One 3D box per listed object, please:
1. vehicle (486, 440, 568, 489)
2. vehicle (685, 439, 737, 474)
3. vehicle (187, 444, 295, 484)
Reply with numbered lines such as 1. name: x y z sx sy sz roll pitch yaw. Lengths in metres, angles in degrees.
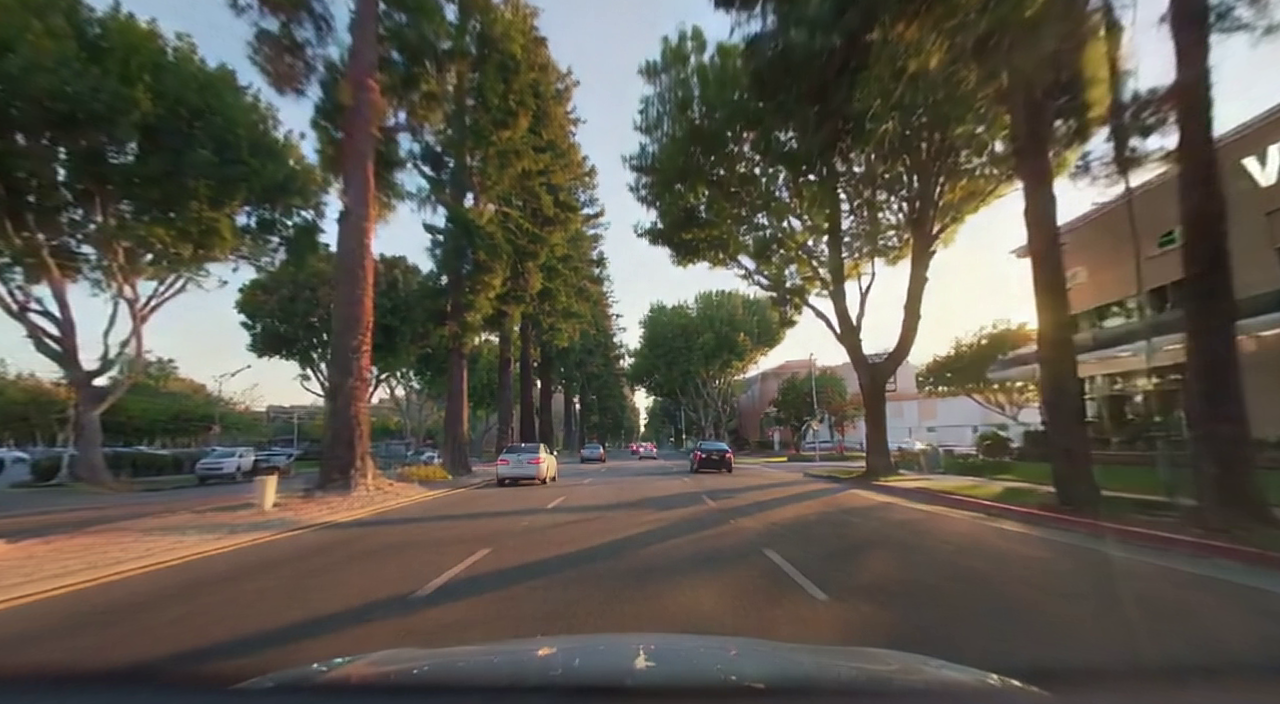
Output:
1. vehicle: -3.739 3.805 21.724 1.908 1.481 4.536 0 -8 1
2. vehicle: 3.333 4.980 30.261 1.922 1.579 3.642 0 -8 -2
3. vehicle: -22.802 6.398 36.432 2.235 2.061 5.936 0 -8 2
